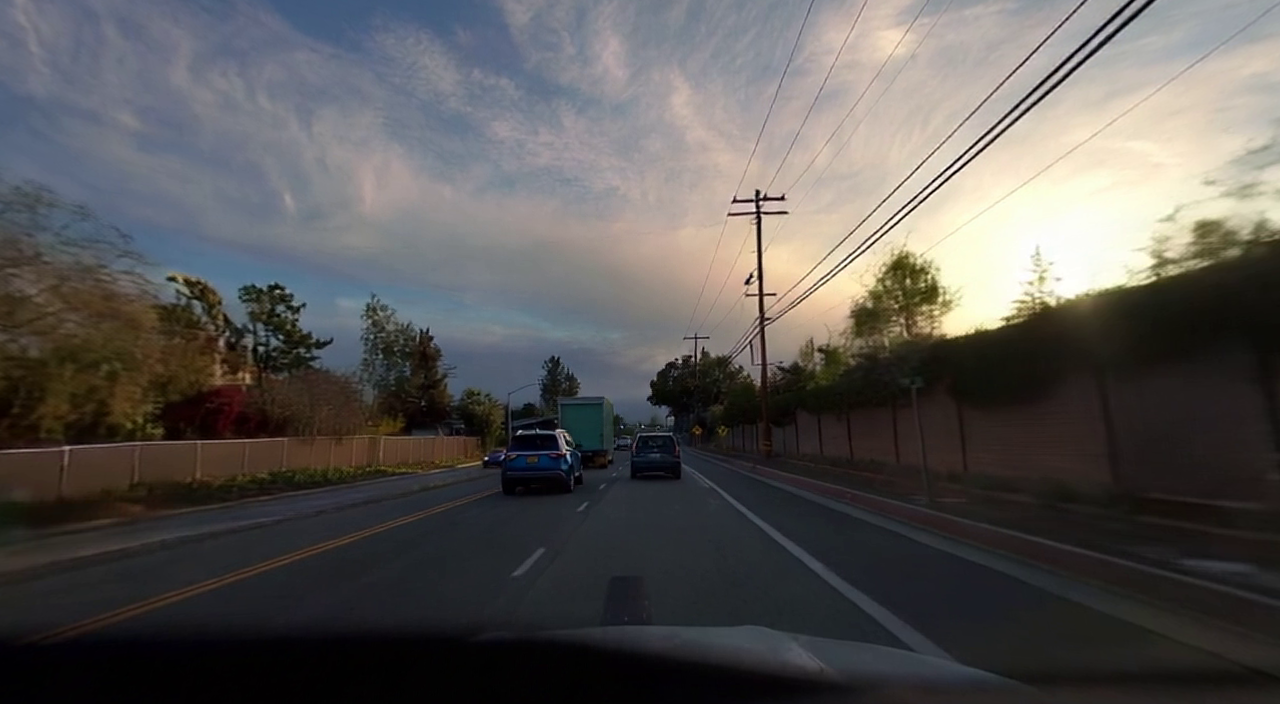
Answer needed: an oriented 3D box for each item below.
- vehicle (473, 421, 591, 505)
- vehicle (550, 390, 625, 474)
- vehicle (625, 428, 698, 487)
[{"bbox_3d":[-2.566,2.803,16.254,2.093,1.832,4.508,0,-9,2],"label":"vehicle"},{"bbox_3d":[-2.405,4.299,32.942,2.928,3.658,10.953,0,-9,0],"label":"vehicle"},{"bbox_3d":[0.674,3.445,20.852,2.174,1.749,4.113,0,-9,1],"label":"vehicle"}]
